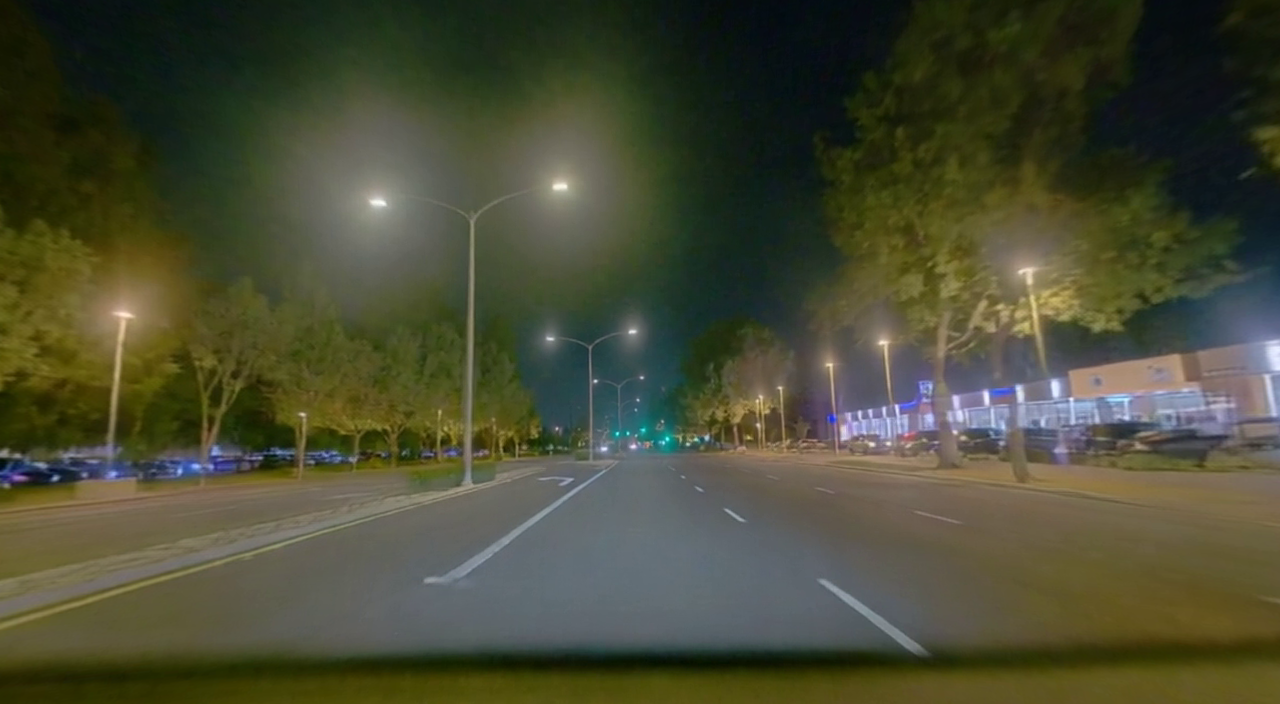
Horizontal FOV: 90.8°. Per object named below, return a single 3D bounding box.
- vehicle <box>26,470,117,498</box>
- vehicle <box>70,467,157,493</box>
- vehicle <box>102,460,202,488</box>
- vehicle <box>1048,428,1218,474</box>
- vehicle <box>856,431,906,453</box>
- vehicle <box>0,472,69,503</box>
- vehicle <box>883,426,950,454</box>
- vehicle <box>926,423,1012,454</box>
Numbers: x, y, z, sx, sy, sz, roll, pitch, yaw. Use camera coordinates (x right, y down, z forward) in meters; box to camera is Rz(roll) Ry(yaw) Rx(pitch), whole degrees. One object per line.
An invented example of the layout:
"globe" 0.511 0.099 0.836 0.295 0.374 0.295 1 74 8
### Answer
"vehicle" -30.234 7.023 33.665 3.332 1.364 1.702 -1 -8 6
"vehicle" -30.076 7.319 36.139 3.458 1.381 1.730 -1 -8 3
"vehicle" -30.150 7.521 39.083 4.676 1.607 1.852 -1 -8 3
"vehicle" 17.247 3.510 22.487 1.974 1.446 4.614 1 -8 -7
"vehicle" 17.522 6.618 46.181 1.841 1.471 4.367 -2 -9 0
"vehicle" -30.497 6.677 31.068 3.274 1.345 1.688 -3 -9 3
"vehicle" 17.715 5.724 40.707 1.912 1.646 4.870 -1 -9 -2
"vehicle" 18.203 4.842 35.240 1.890 1.612 4.797 0 -8 -4
